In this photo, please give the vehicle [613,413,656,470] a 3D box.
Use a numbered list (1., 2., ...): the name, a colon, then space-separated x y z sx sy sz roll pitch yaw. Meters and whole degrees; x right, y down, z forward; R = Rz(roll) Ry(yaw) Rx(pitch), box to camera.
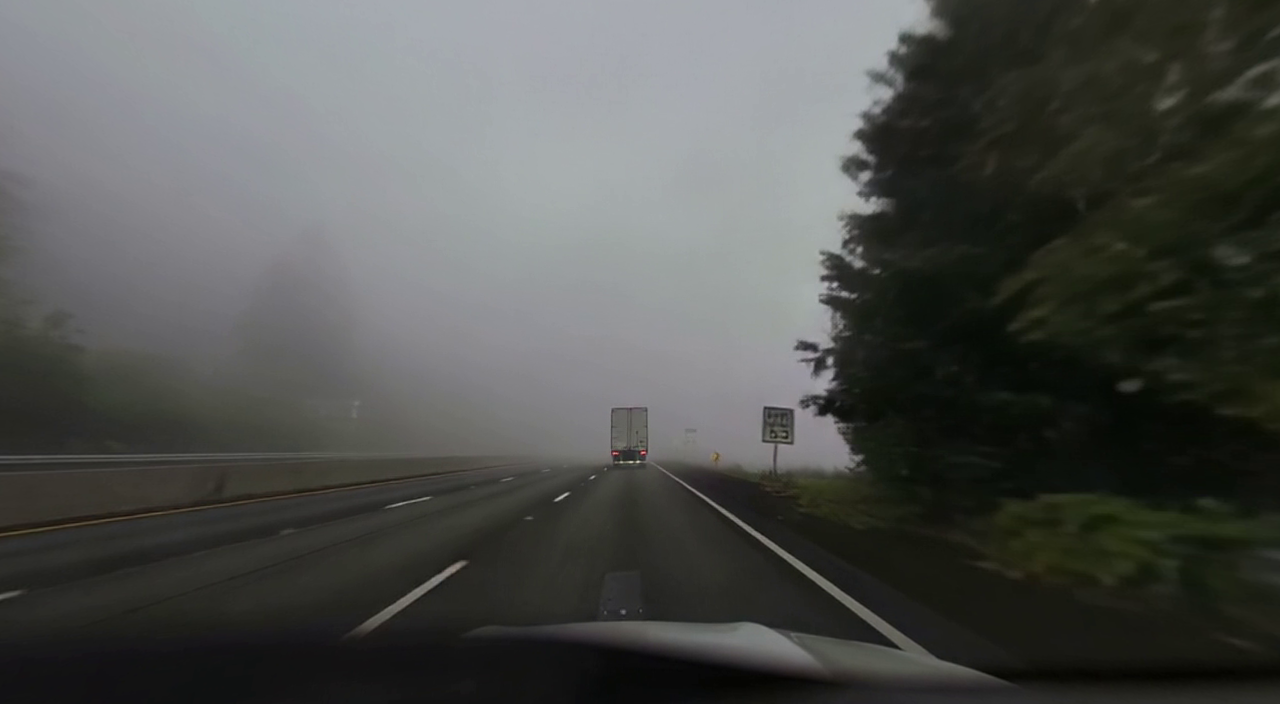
1. vehicle: -0.498 7.073 49.308 2.982 3.947 11.075 0 -9 -1
